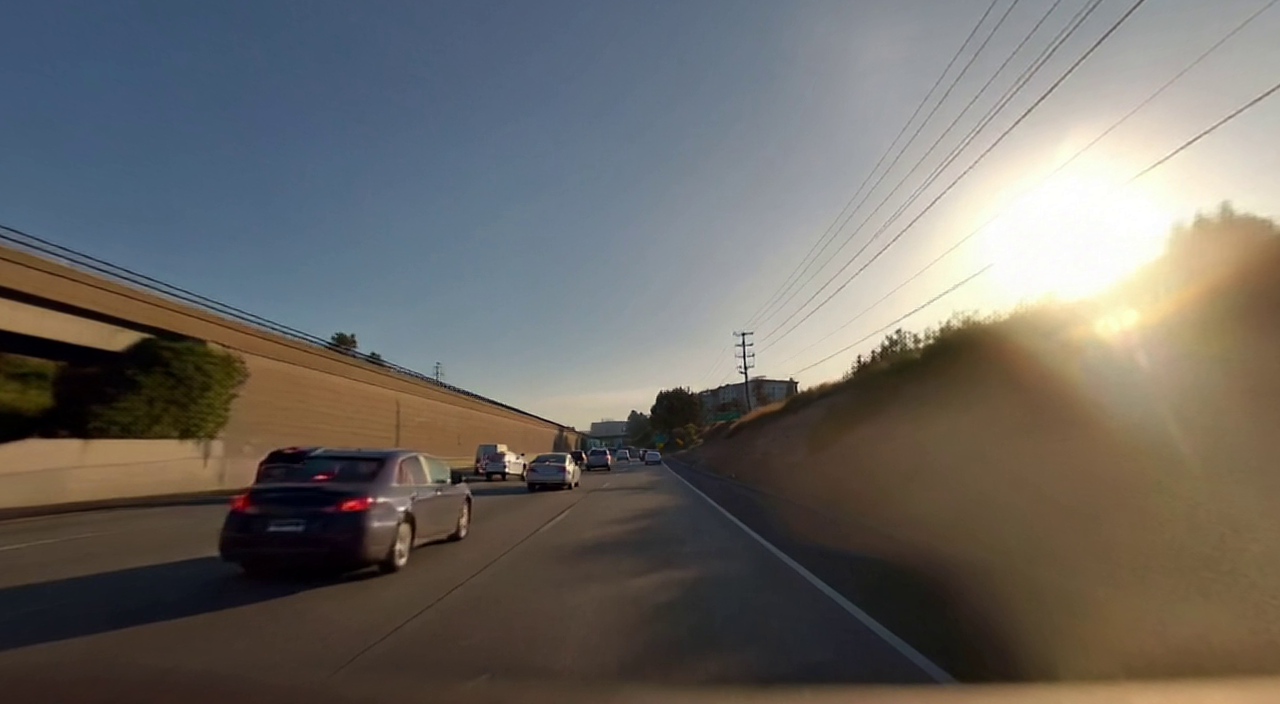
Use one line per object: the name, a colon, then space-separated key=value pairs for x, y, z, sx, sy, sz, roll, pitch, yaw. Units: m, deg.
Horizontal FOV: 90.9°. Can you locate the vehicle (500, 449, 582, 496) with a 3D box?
vehicle: x=-3.343 y=4.157 z=22.217 sx=2.056 sy=1.449 sz=4.330 roll=0 pitch=-8 yaw=2

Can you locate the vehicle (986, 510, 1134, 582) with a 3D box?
vehicle: x=12.676 y=5.846 z=19.373 sx=1.853 sy=1.586 sz=3.727 roll=0 pitch=-8 yaw=-2

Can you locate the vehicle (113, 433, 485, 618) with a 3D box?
vehicle: x=-3.370 y=1.752 z=7.423 sx=1.939 sy=1.511 sz=4.246 roll=0 pitch=-8 yaw=1

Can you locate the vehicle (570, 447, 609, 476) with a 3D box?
vehicle: x=-3.194 y=7.098 z=41.092 sx=2.052 sy=1.731 sz=4.372 roll=0 pitch=-8 yaw=2
